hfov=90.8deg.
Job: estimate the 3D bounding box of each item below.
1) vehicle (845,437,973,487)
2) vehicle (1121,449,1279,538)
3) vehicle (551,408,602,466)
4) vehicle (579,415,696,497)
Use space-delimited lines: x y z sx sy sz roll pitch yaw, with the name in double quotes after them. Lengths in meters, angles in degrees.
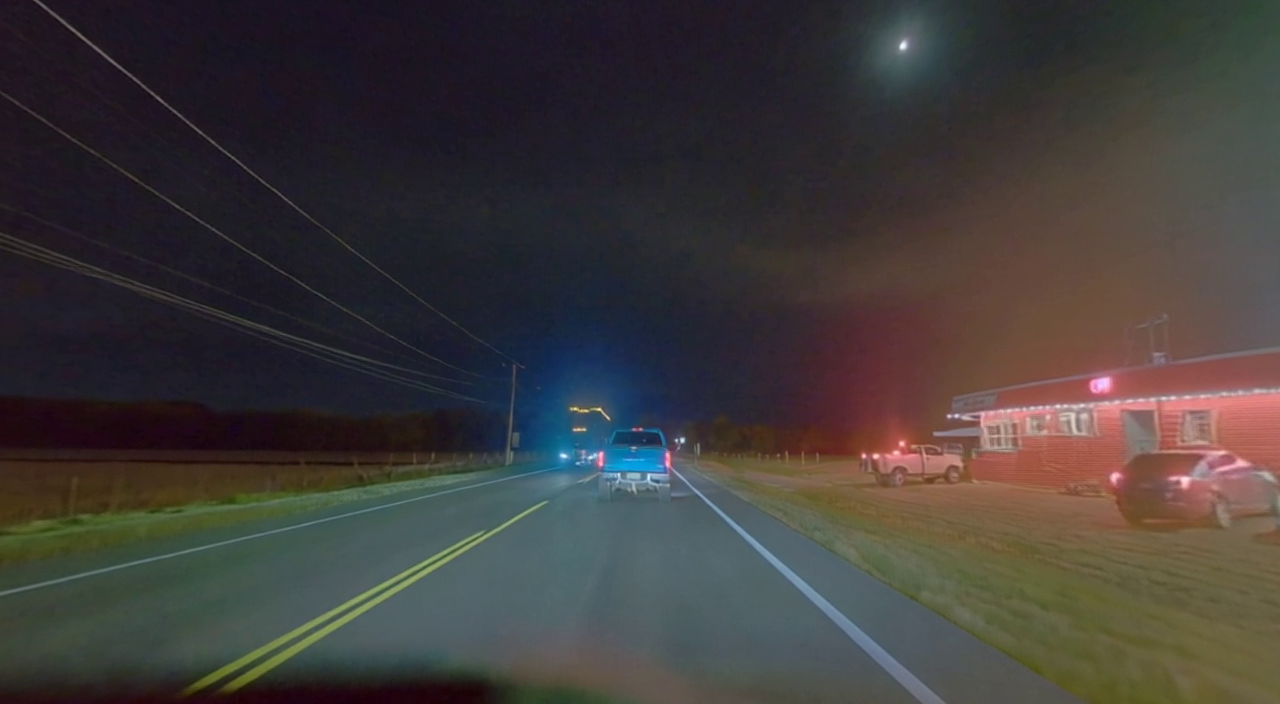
10.750 4.310 25.076 5.304 1.754 2.340 7 -11 -38 "vehicle"
11.938 2.688 12.654 4.571 1.451 1.906 5 -10 -29 "vehicle"
-4.626 6.513 47.851 3.063 3.986 7.883 0 -8 0 "vehicle"
-0.059 3.161 19.607 2.921 2.031 7.416 0 -8 0 "vehicle"
